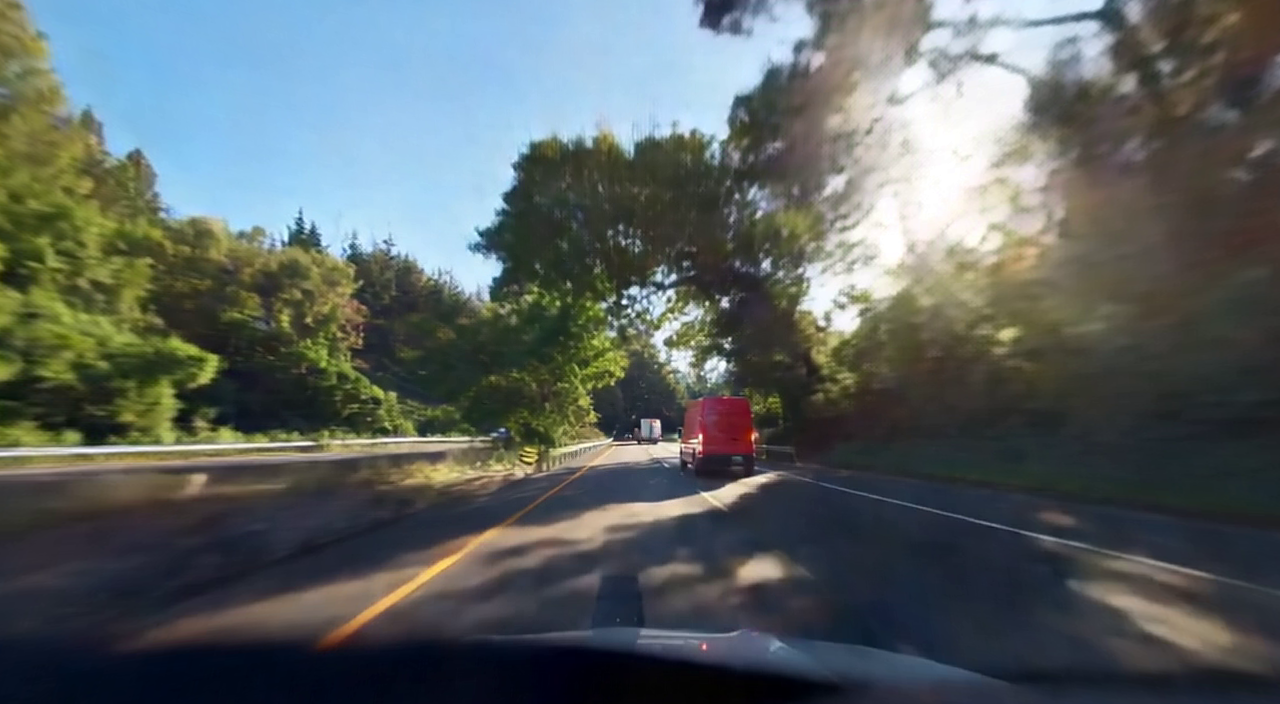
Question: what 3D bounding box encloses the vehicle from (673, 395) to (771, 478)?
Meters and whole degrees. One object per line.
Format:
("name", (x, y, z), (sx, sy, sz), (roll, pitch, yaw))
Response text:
("vehicle", (2.723, 3.072, 22.927), (2.570, 2.596, 6.082), (0, -8, -2))
